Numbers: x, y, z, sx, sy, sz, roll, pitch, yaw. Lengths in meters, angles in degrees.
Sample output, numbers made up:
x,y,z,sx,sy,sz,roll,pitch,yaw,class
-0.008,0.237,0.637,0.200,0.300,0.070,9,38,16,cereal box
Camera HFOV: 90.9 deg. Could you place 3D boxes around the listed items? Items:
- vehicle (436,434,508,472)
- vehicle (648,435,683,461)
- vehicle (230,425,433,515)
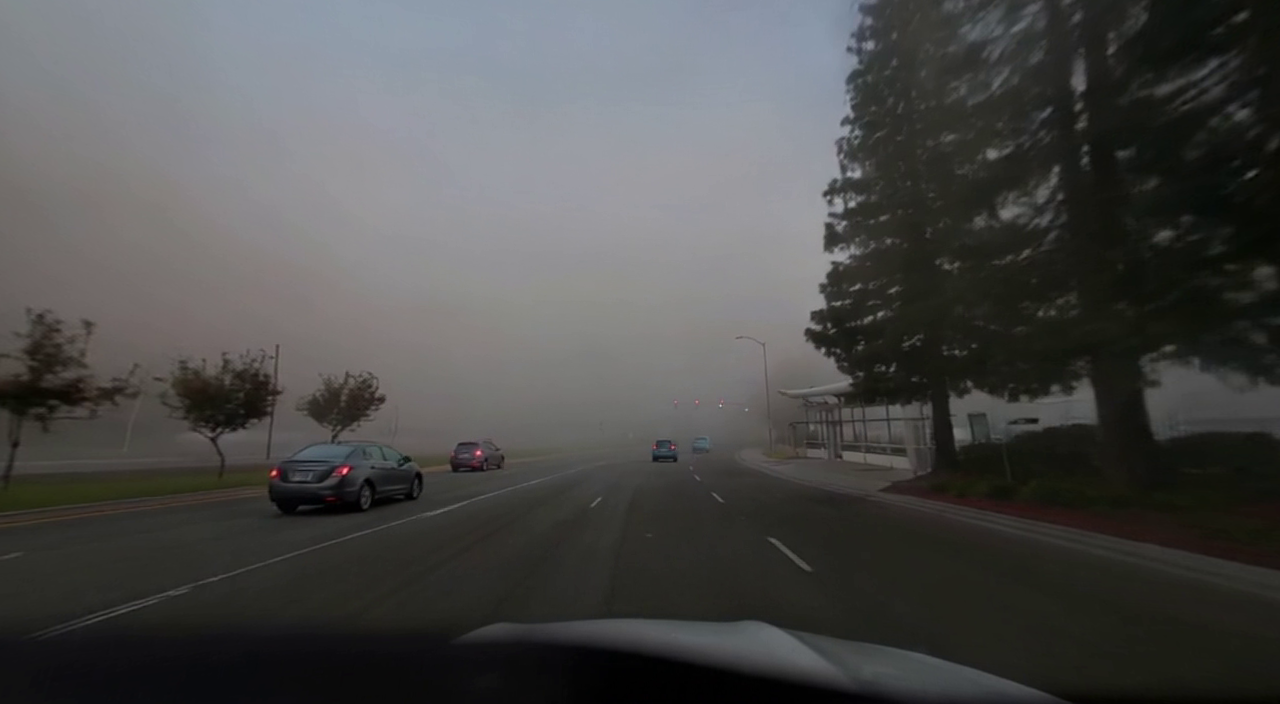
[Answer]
x,y,z,sx,sy,sz,roll,pitch,yaw,class
-8.425,5.122,32.182,2.097,1.782,4.682,-1,-8,4,vehicle
1.971,7.210,47.373,2.345,1.803,4.261,-1,-8,6,vehicle
-6.768,2.614,14.579,2.181,1.728,4.515,0,-8,3,vehicle
